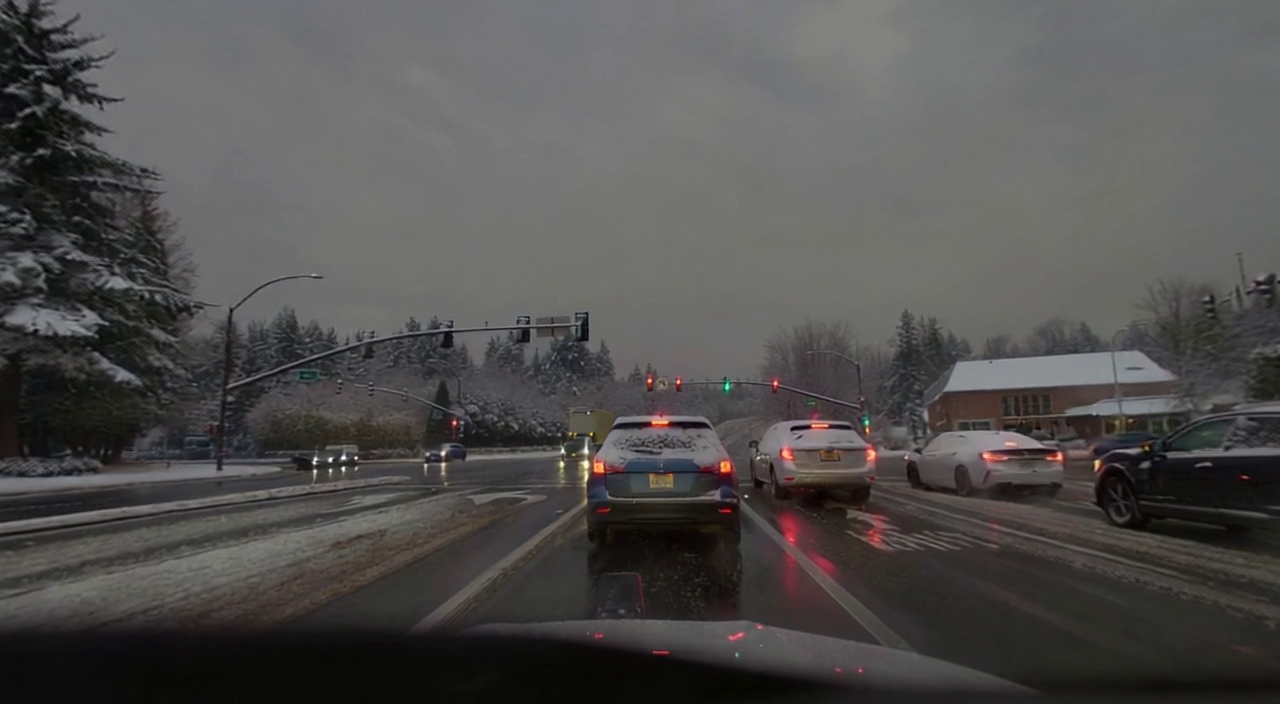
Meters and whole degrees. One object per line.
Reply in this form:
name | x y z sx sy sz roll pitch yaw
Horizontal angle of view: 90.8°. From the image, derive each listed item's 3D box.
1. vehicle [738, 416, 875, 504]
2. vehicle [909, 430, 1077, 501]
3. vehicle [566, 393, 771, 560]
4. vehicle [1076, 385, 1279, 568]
vehicle | 3.775 2.574 15.351 2.188 1.774 4.646 -1 -9 2
vehicle | 8.318 2.707 15.438 1.862 1.471 4.297 -1 -9 4
vehicle | 0.274 1.667 9.021 2.211 1.795 4.179 0 -9 -1
vehicle | 7.373 1.324 6.900 2.074 1.791 4.393 0 -9 1
